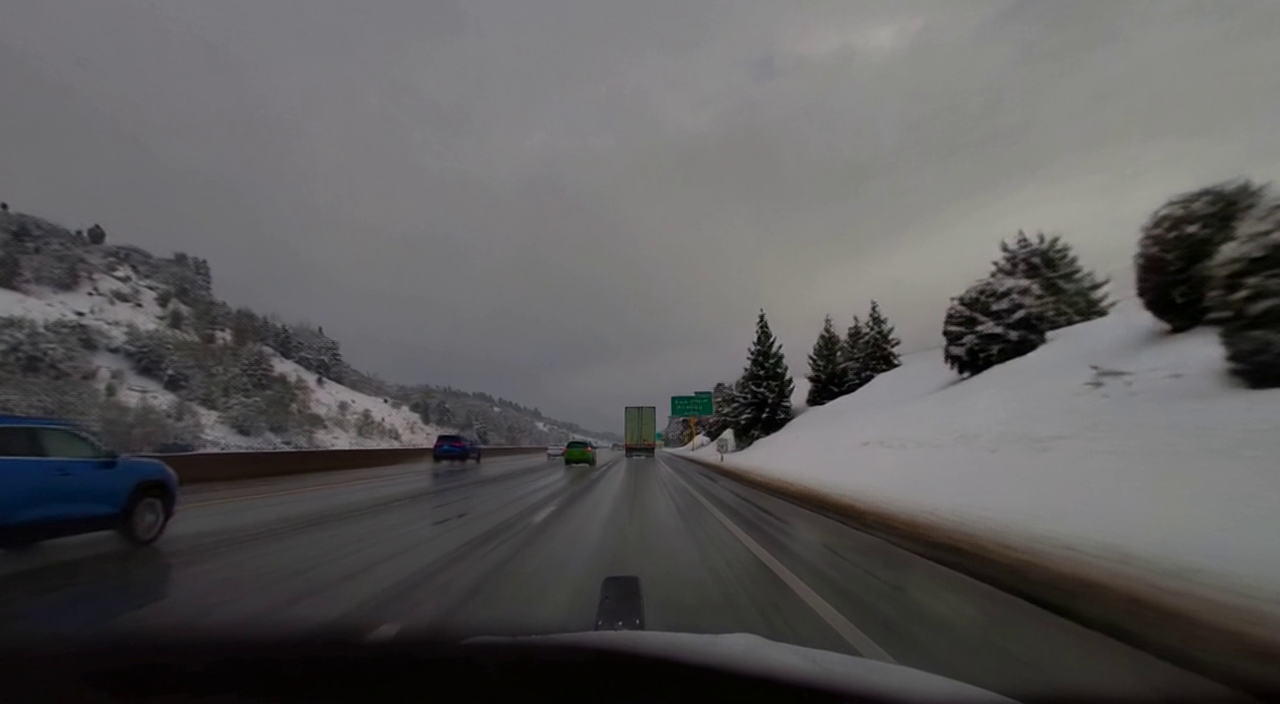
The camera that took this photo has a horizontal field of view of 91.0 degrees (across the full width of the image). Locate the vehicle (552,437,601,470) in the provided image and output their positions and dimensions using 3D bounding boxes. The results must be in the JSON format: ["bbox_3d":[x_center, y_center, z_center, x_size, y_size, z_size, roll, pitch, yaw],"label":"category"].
[{"bbox_3d":[-3.540,5.747,35.907,2.194,1.725,4.698,0,-9,1],"label":"vehicle"}]

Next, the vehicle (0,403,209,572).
[{"bbox_3d":[-7.474,1.427,6.842,2.098,1.678,4.822,0,-9,0],"label":"vehicle"}]

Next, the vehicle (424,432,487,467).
[{"bbox_3d":[-10.817,5.743,37.307,2.111,1.906,5.028,0,-9,1],"label":"vehicle"}]
